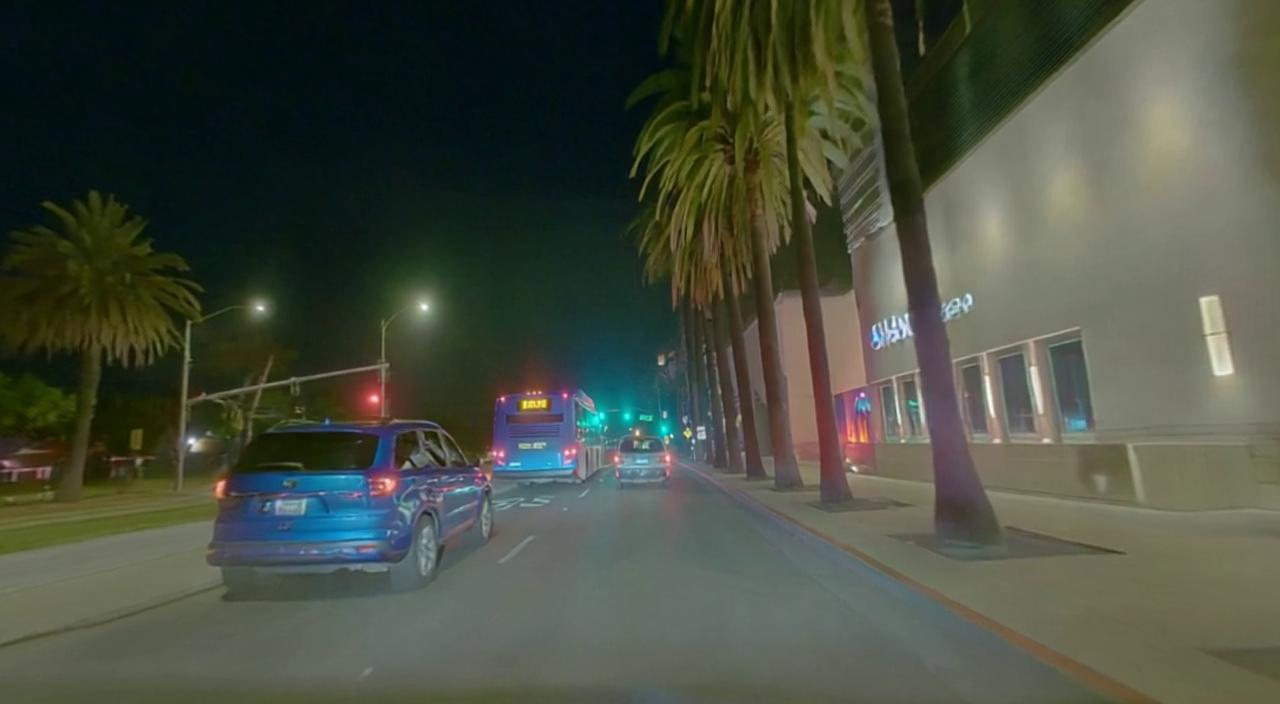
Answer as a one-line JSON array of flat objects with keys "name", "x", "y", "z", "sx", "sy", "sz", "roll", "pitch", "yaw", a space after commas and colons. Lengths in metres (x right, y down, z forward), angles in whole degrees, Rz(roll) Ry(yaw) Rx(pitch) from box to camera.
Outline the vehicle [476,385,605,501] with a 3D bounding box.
[{"name": "vehicle", "x": -2.871, "y": 2.995, "z": 20.919, "sx": 2.775, "sy": 3.064, "sz": 8.297, "roll": 0, "pitch": -8, "yaw": 1}]

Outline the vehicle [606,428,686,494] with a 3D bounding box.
[{"name": "vehicle", "x": 0.188, "y": 3.159, "z": 18.671, "sx": 2.120, "sy": 1.727, "sz": 3.917, "roll": 0, "pitch": -8, "yaw": 1}]

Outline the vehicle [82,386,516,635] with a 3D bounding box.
[{"name": "vehicle", "x": -2.948, "y": 1.478, "z": 6.959, "sx": 2.124, "sy": 1.799, "sz": 4.587, "roll": 0, "pitch": -8, "yaw": 1}]
